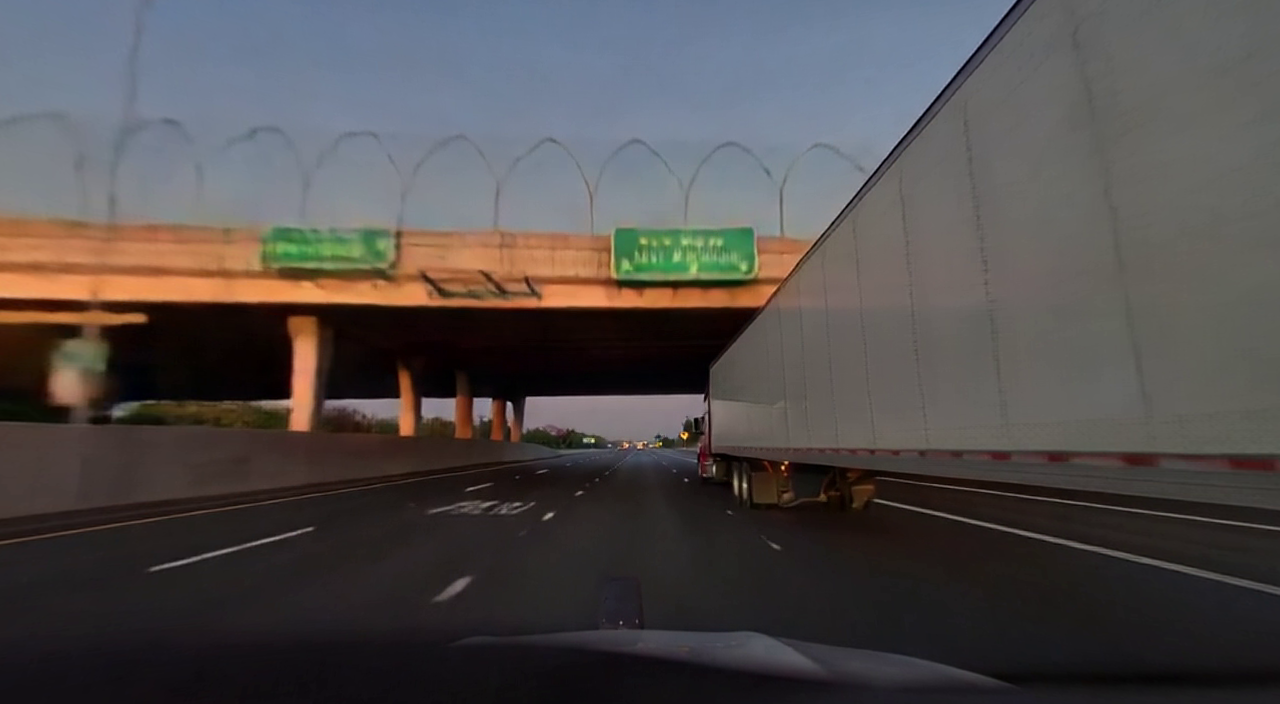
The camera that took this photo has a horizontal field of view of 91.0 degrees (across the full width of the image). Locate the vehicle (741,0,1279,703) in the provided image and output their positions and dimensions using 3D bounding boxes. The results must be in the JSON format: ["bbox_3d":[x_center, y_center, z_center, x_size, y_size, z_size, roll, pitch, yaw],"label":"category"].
[{"bbox_3d":[3.811,0.251,6.833,2.949,4.149,16.046,0,-9,1],"label":"vehicle"}]
